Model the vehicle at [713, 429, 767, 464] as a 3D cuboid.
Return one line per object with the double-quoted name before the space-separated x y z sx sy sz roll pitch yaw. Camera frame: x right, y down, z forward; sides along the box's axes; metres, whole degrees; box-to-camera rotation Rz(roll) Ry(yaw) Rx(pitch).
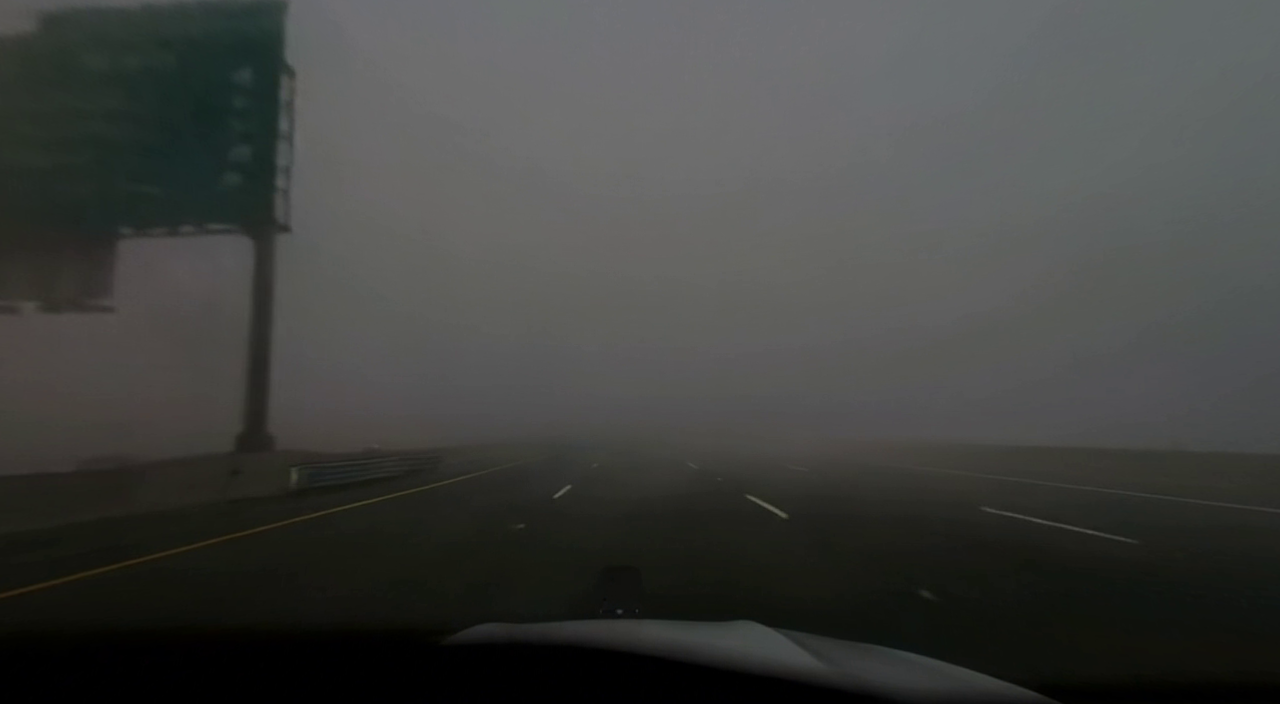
"vehicle" 4.539 4.354 29.085 1.802 1.492 3.804 0 -8 -1
